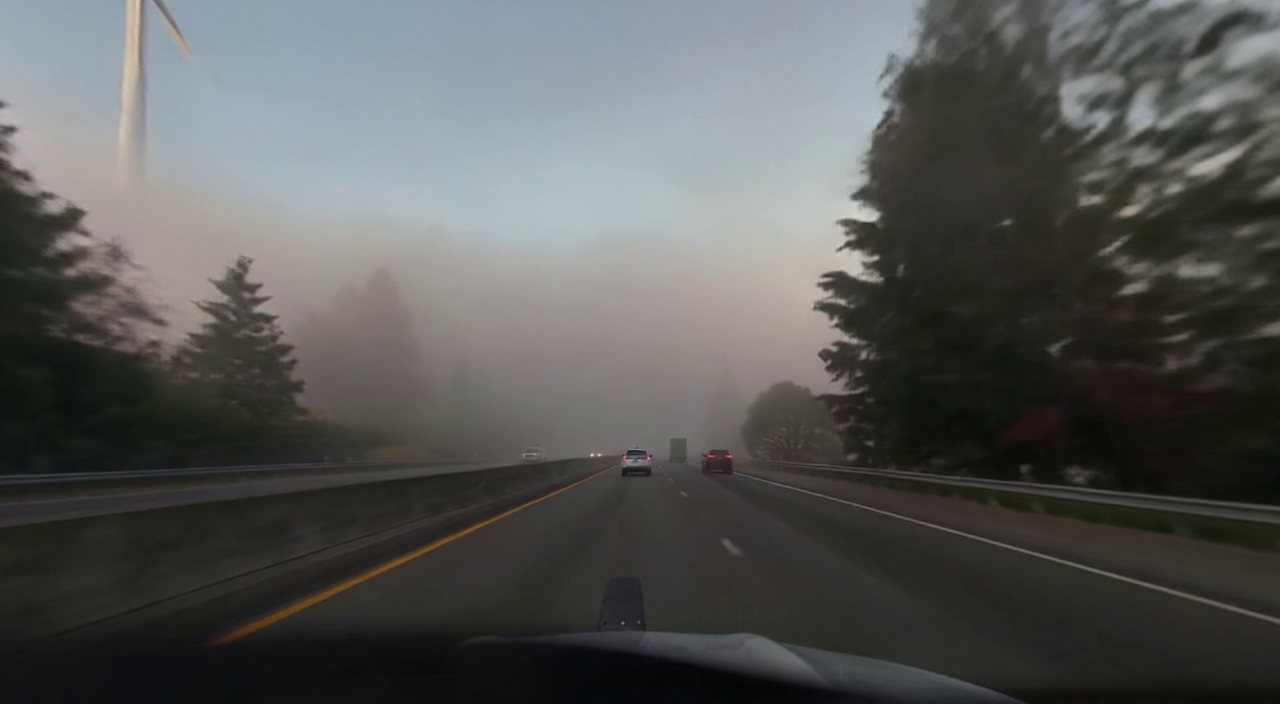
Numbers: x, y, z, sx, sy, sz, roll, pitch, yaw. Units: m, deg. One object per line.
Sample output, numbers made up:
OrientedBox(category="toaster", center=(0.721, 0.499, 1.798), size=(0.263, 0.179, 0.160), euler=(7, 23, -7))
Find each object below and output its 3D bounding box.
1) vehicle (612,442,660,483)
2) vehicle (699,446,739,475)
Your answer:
OrientedBox(category="vehicle", center=(-0.168, 5.041, 29.065), size=(2.038, 1.723, 4.150), euler=(0, -9, 0))
OrientedBox(category="vehicle", center=(4.970, 6.846, 40.063), size=(2.040, 1.721, 4.507), euler=(0, -9, 1))
